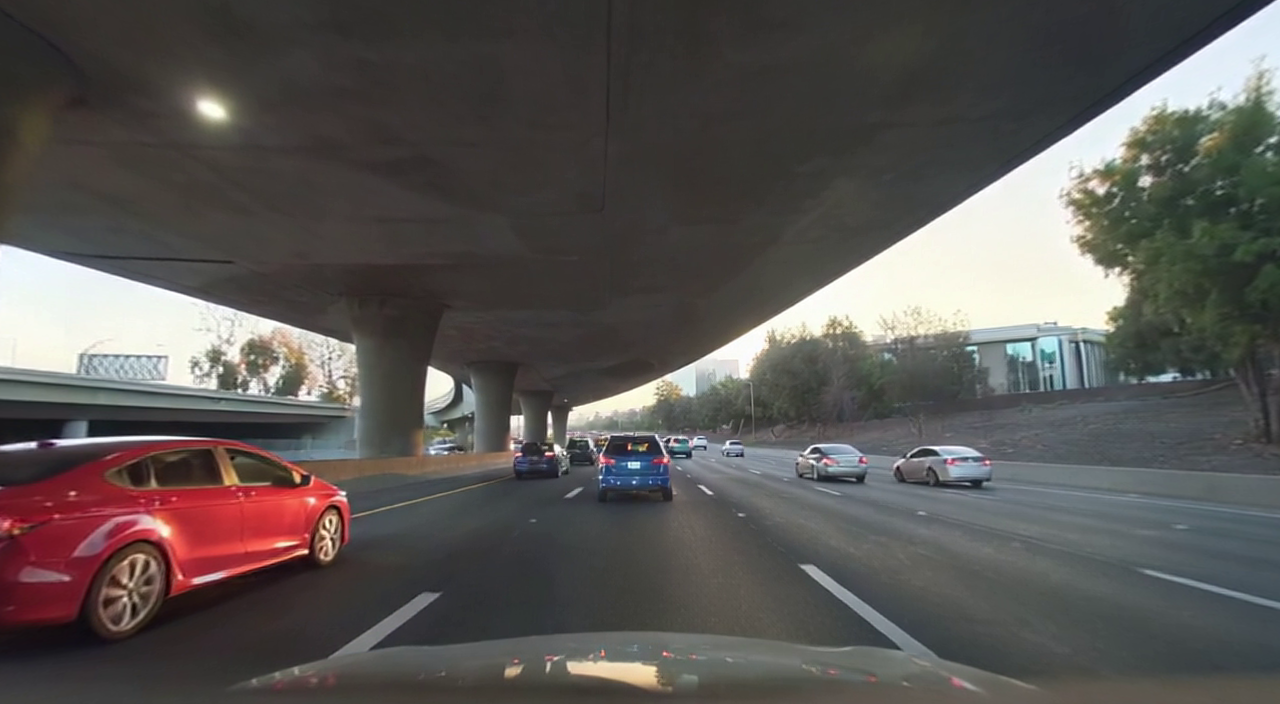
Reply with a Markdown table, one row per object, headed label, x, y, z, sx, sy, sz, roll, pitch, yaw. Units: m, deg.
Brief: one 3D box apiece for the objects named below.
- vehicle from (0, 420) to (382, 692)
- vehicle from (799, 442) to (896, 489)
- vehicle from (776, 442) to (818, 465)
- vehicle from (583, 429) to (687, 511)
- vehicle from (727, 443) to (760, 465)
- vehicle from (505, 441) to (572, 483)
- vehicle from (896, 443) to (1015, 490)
| label | x | y | z | sx | sy | sz | roll | pitch | yaw |
| --- | --- | --- | --- | --- | --- | --- | --- | --- | --- |
| vehicle | -4.290 | 1.457 | 5.741 | 1.974 | 1.478 | 4.412 | 0 | -9 | 0 |
| vehicle | 7.528 | 4.154 | 23.402 | 2.049 | 1.521 | 4.604 | 0 | -9 | 0 |
| vehicle | 11.697 | 7.615 | 47.215 | 1.992 | 1.625 | 4.359 | 0 | -9 | 0 |
| vehicle | -0.072 | 2.786 | 15.288 | 2.181 | 1.697 | 4.021 | 0 | -9 | 1 |
| vehicle | 7.724 | 7.647 | 47.238 | 1.880 | 1.526 | 3.641 | 0 | -9 | -1 |
| vehicle | -4.021 | 4.431 | 25.645 | 1.947 | 1.516 | 4.295 | 0 | -9 | 1 |
| vehicle | 11.193 | 4.076 | 22.750 | 2.008 | 1.516 | 4.385 | 0 | -9 | 0 |
